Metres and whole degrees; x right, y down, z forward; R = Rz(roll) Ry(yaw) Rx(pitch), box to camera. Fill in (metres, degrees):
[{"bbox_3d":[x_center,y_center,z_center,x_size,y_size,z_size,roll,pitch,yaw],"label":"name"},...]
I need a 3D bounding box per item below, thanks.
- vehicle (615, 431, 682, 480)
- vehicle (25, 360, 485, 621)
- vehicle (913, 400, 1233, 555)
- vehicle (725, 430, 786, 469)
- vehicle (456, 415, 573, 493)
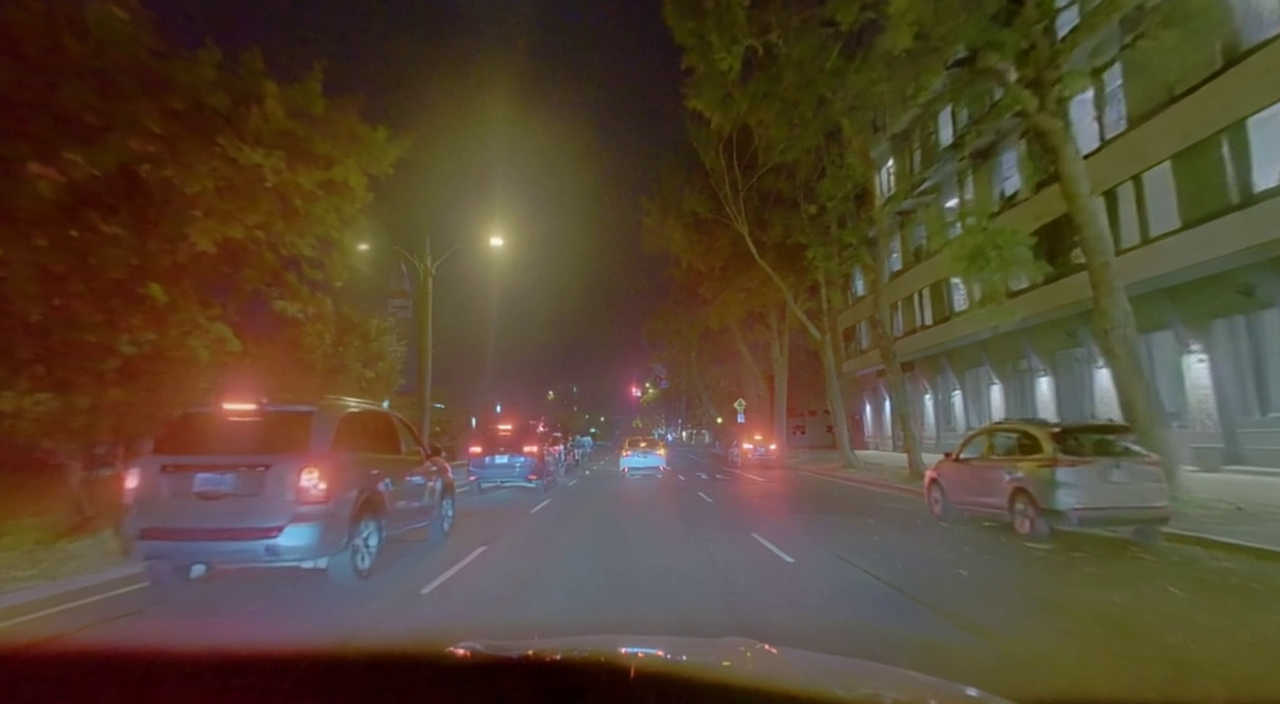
[{"bbox_3d":[0.195,3.698,22.716,2.201,1.589,3.843,0,-8,-2],"label":"vehicle"},{"bbox_3d":[-3.496,1.389,7.261,2.223,1.957,4.845,0,-8,0],"label":"vehicle"},{"bbox_3d":[6.445,1.914,10.264,1.997,1.943,4.409,0,-8,0],"label":"vehicle"},{"bbox_3d":[6.071,5.232,33.944,2.300,1.903,4.579,0,-8,-1],"label":"vehicle"},{"bbox_3d":[-3.469,2.956,18.623,2.487,1.978,4.628,0,-8,0],"label":"vehicle"}]
